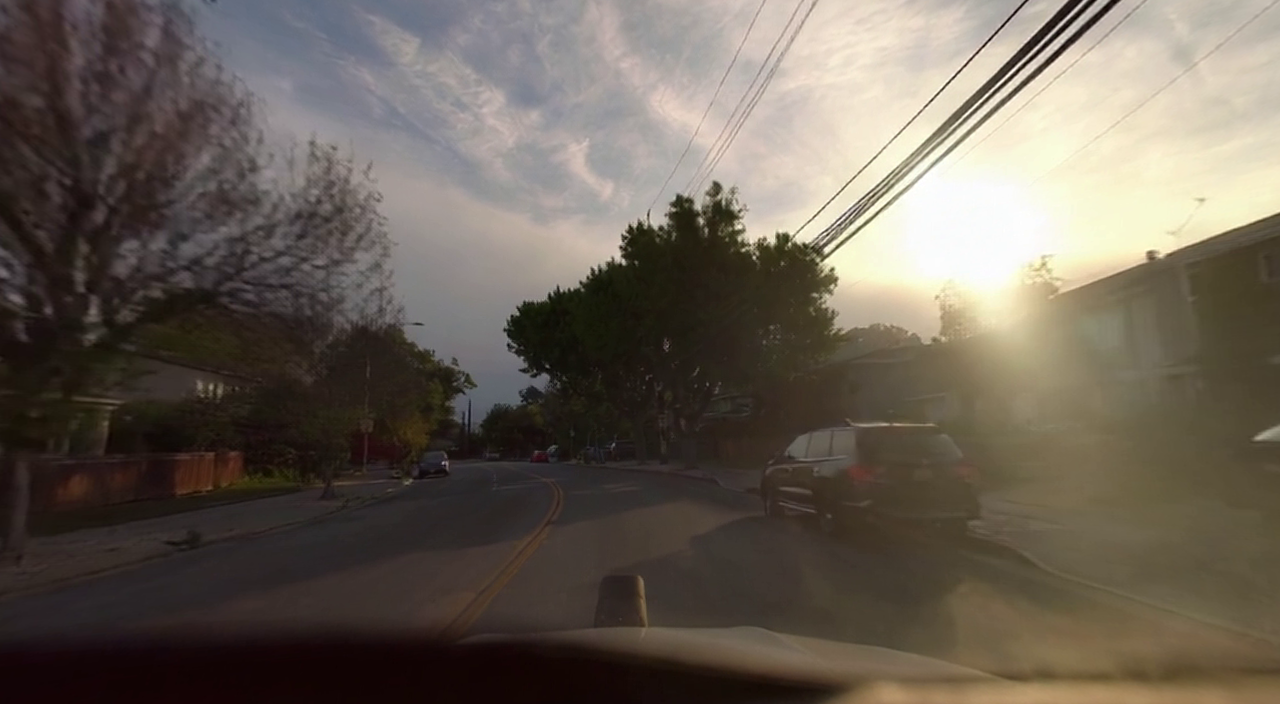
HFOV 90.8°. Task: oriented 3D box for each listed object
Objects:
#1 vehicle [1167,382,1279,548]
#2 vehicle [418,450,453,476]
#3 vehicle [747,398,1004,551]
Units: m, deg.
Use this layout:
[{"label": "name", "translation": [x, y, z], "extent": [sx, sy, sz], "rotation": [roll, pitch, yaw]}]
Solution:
[{"label": "vehicle", "translation": [9.547, 1.066, 7.263], "extent": [4.934, 1.763, 2.191], "rotation": [-6, -5, -2]}, {"label": "vehicle", "translation": [-12.656, 6.826, 39.109], "extent": [1.902, 1.434, 4.313], "rotation": [2, -8, -17]}, {"label": "vehicle", "translation": [3.492, 1.912, 10.657], "extent": [2.214, 1.962, 4.733], "rotation": [0, -8, -4]}]
